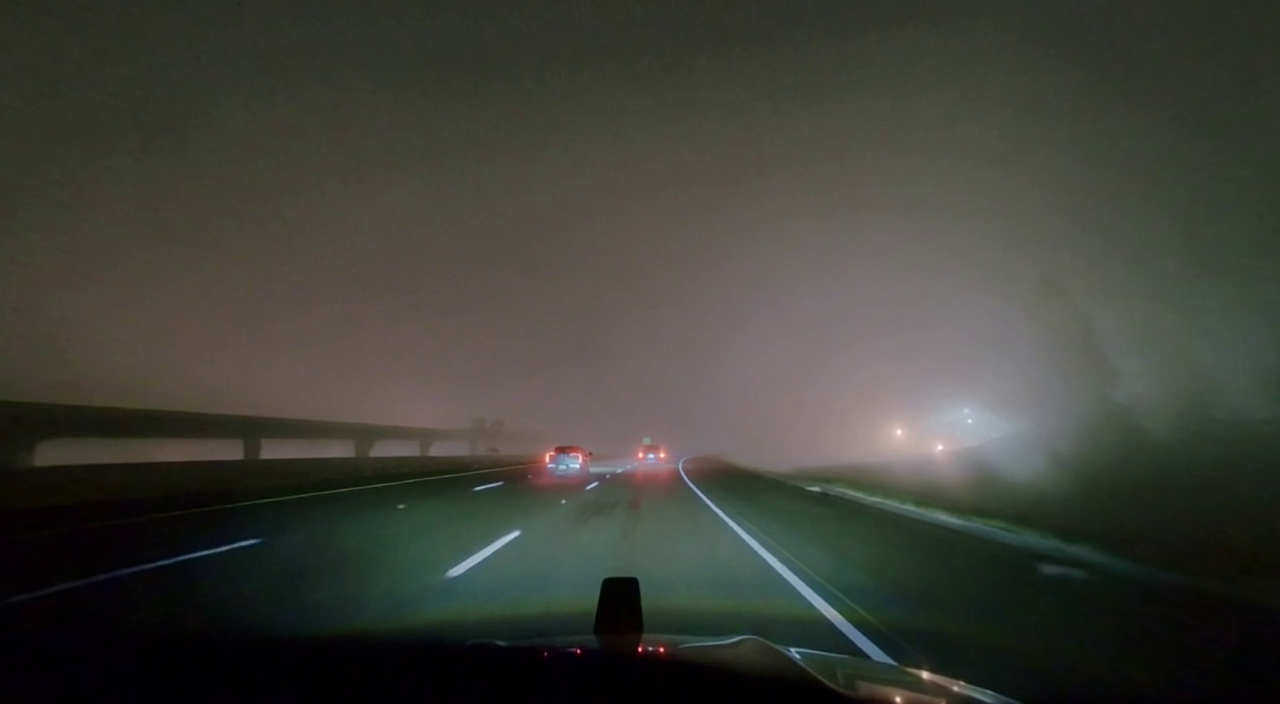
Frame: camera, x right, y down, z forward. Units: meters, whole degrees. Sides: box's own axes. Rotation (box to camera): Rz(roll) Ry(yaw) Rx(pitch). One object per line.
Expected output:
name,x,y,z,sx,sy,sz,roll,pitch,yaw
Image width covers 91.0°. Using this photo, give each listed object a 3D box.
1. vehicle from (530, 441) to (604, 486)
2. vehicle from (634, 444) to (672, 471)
vehicle,-2.693,4.242,24.288,2.129,1.563,4.387,0,-9,2
vehicle,0.775,6.269,37.614,2.129,1.502,4.321,0,-9,1
